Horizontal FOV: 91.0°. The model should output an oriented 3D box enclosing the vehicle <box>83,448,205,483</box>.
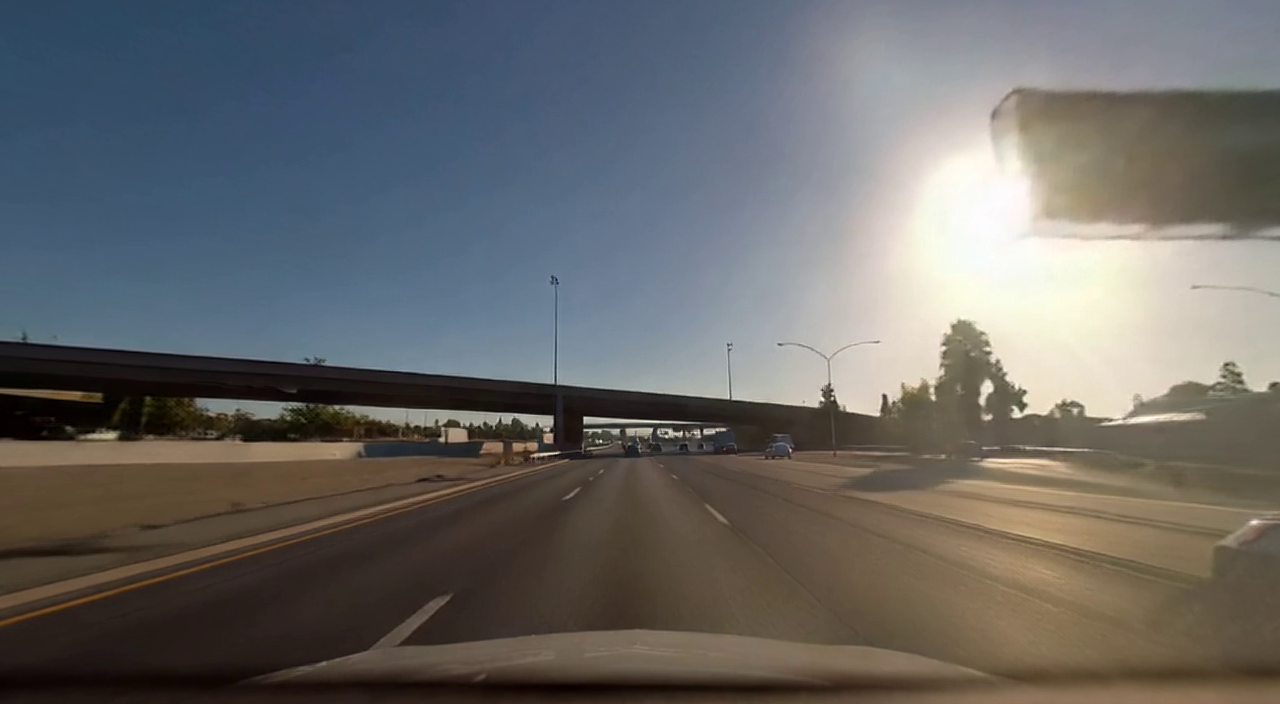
[{"bbox_3d":[-23.237,5.303,29.767,1.935,1.480,4.664,0,-8,1],"label":"vehicle"}]
